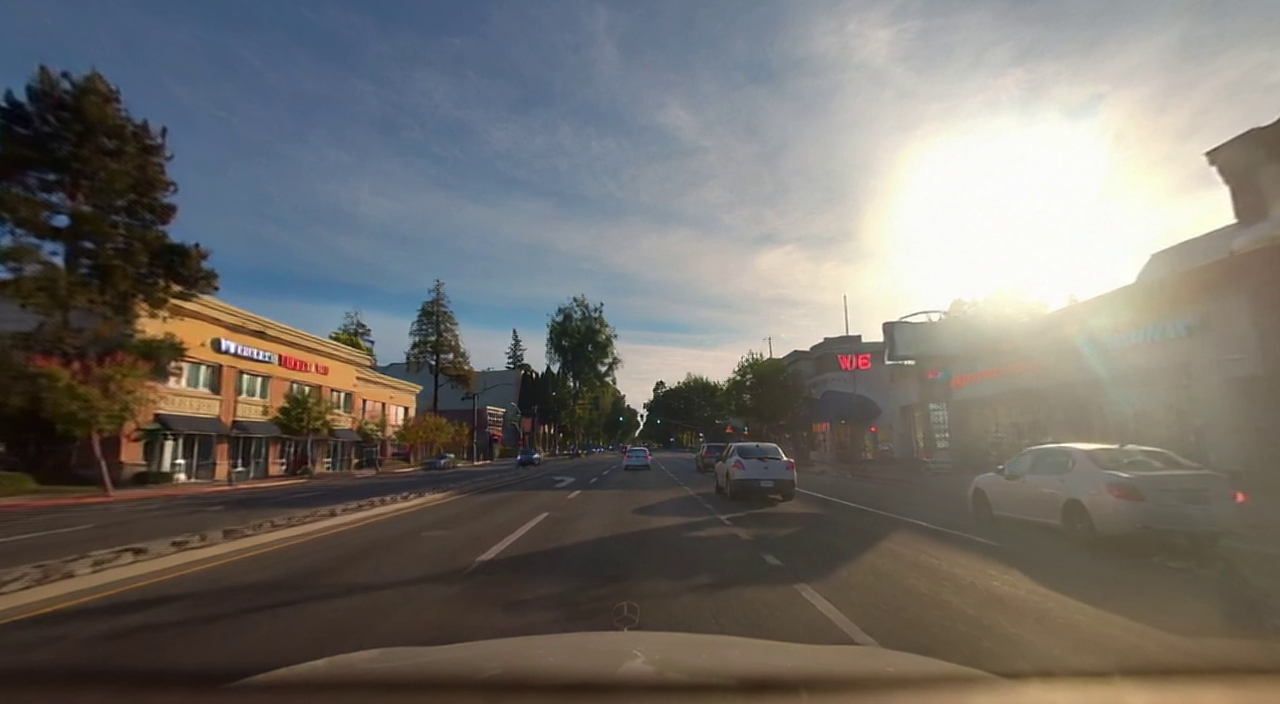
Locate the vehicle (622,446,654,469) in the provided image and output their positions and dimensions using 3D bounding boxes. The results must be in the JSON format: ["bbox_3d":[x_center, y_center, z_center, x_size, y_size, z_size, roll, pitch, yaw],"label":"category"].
[{"bbox_3d":[-0.151,7.158,43.233,2.052,1.461,4.324,0,-8,0],"label":"vehicle"}]

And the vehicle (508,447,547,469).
[{"bbox_3d":[-8.311,7.843,46.925,2.039,1.487,4.437,0,-8,1],"label":"vehicle"}]

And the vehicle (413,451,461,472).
[{"bbox_3d":[-15.773,8.503,49.313,2.096,1.512,4.755,0,-8,1],"label":"vehicle"}]

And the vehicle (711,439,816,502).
[{"bbox_3d":[3.351,3.319,18.189,2.072,1.545,4.578,0,-8,0],"label":"vehicle"}]

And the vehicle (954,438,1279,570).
[{"bbox_3d":[6.821,2.043,9.401,1.952,1.449,4.544,0,-8,0],"label":"vehicle"}]
